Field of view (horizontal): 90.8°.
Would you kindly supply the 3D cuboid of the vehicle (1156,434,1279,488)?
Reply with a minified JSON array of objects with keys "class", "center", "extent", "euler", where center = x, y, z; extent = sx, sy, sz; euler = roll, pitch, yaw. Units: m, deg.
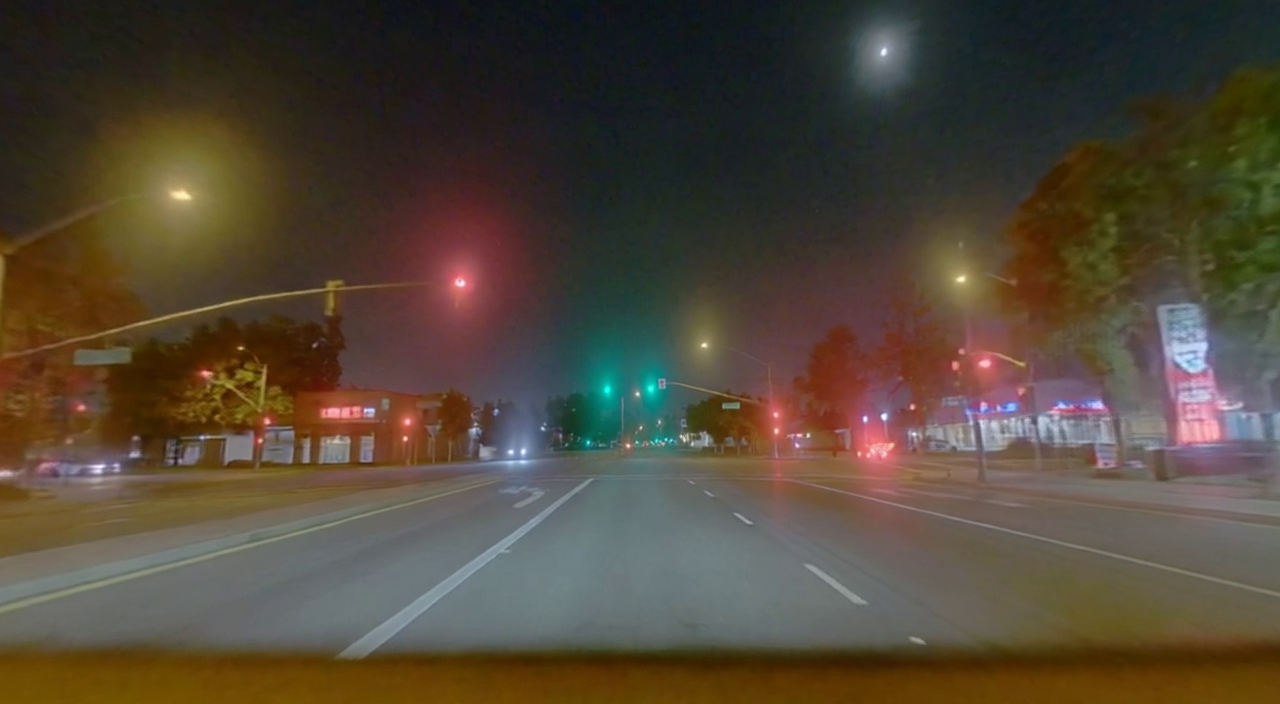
[{"class":"vehicle","center":[18.831,3.281,19.258],"extent":[4.545,1.511,1.935],"euler":[0,-9,-3]}]
